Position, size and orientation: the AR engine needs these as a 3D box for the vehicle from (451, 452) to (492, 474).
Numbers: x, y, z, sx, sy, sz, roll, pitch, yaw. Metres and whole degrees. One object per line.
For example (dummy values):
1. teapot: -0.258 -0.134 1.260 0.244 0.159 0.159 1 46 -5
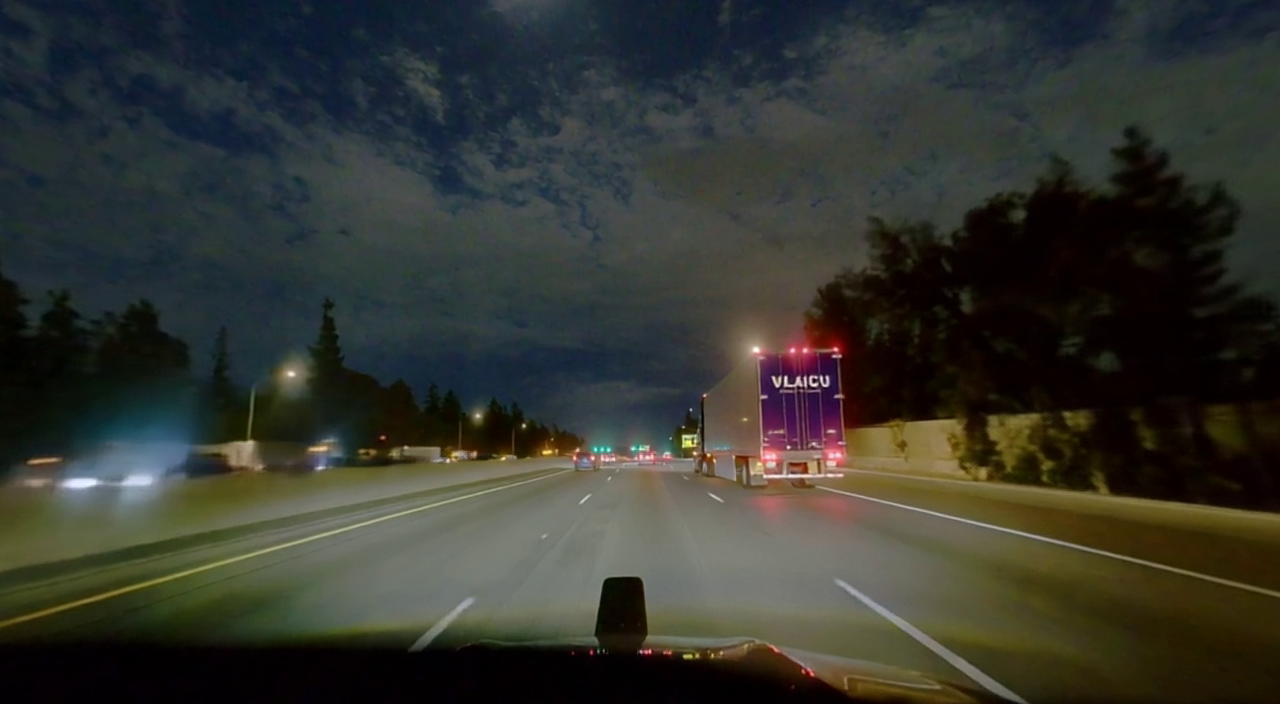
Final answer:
1. vehicle: -12.216 8.068 45.957 1.793 1.455 4.263 0 -8 0

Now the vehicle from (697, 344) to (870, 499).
1. vehicle: 4.397 2.902 23.729 2.847 4.075 14.244 0 -9 -1

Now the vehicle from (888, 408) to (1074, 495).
1. vehicle: 18.643 5.729 36.430 2.828 3.967 14.191 1 -9 0

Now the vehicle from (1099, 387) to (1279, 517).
1. vehicle: 17.731 2.716 17.160 2.809 3.269 10.050 0 -9 0

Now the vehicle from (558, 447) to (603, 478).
1. vehicle: -3.265 6.149 35.401 2.107 1.626 4.804 0 -9 -1

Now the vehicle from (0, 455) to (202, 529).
1. vehicle: -12.314 3.091 14.453 1.741 1.414 3.887 0 -9 -1

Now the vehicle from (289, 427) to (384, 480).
1. vehicle: -20.028 6.761 42.214 2.593 3.234 7.371 0 -9 0
